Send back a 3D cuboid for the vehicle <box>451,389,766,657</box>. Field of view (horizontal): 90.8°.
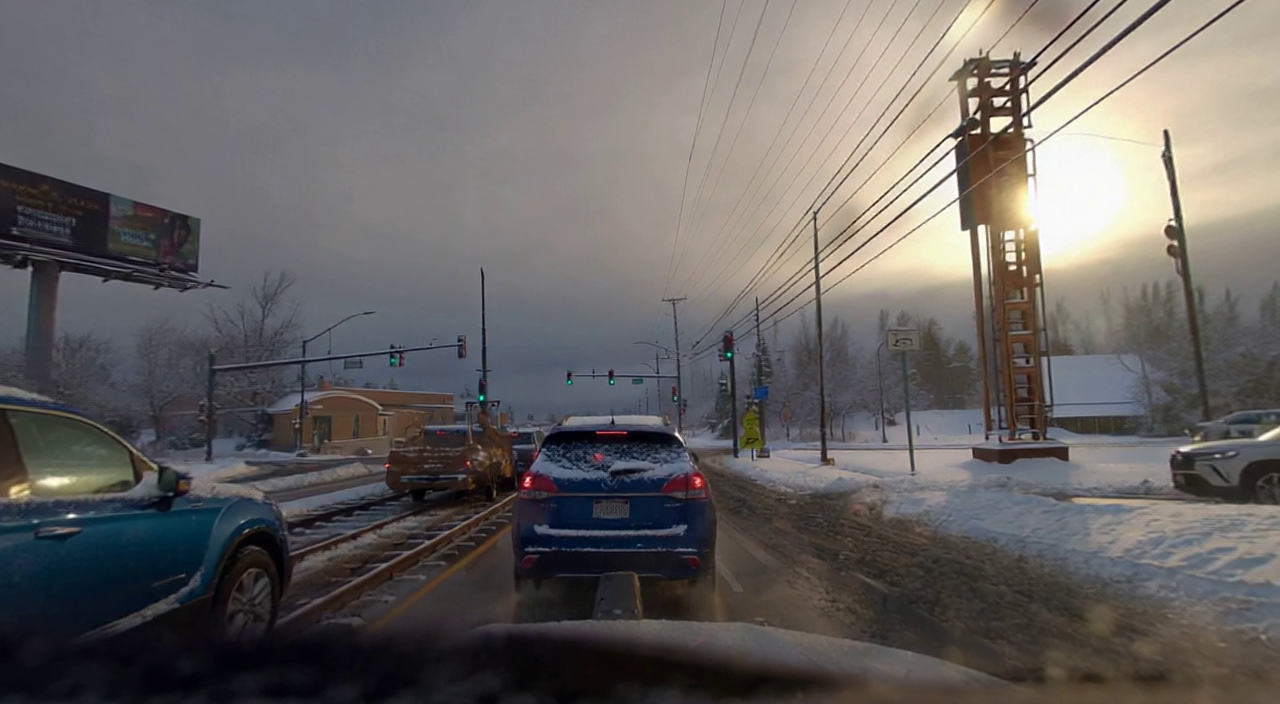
[{"bbox_3d":[-0.207,1.379,5.991,2.025,1.723,3.644,0,-9,0],"label":"vehicle"}]

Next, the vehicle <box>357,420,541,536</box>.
[{"bbox_3d":[-3.150,2.181,11.499,1.988,1.678,4.317,0,-9,0],"label":"vehicle"}]

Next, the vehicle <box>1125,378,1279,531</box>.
[{"bbox_3d":[9.620,1.312,8.191,5.060,1.702,2.033,1,-9,-4],"label":"vehicle"}]

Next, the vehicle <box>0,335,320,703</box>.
[{"bbox_3d":[-3.933,0.877,3.093,2.052,1.814,5.184,0,-9,-1],"label":"vehicle"}]

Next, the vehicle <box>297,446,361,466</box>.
[{"bbox_3d":[-24.185,8.066,49.094,4.357,1.444,1.842,-3,-9,19],"label":"vehicle"}]
